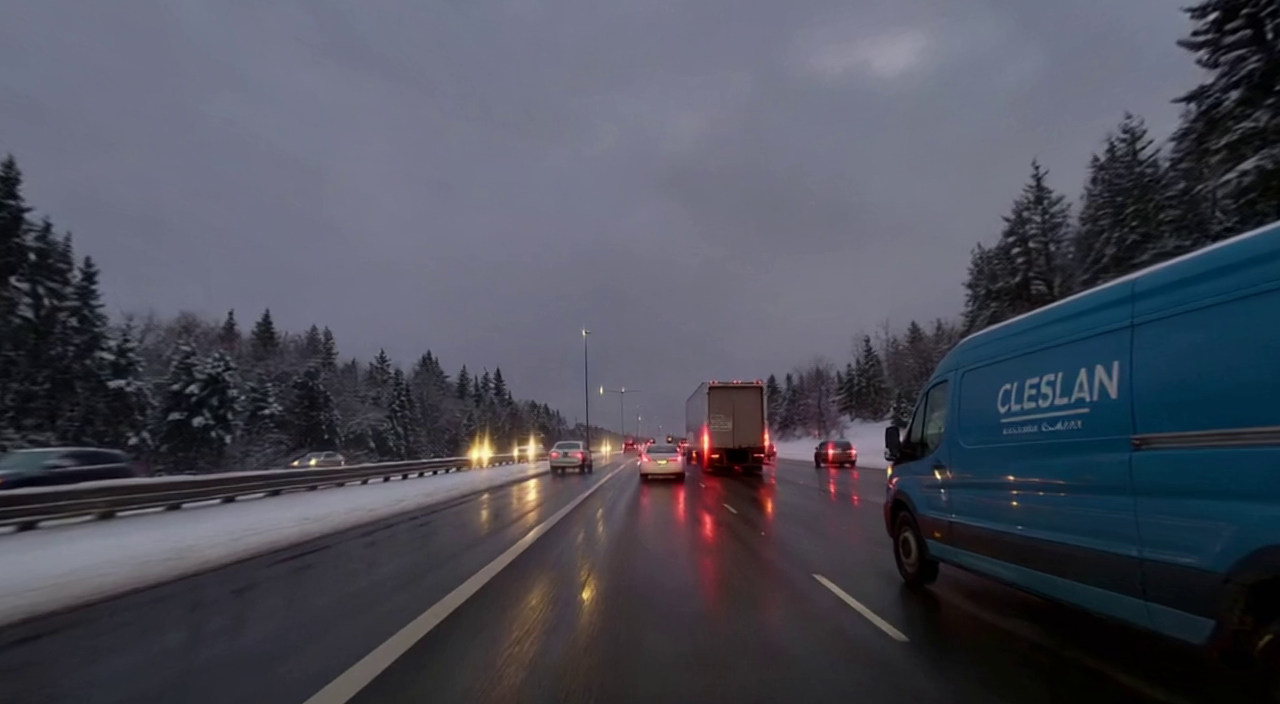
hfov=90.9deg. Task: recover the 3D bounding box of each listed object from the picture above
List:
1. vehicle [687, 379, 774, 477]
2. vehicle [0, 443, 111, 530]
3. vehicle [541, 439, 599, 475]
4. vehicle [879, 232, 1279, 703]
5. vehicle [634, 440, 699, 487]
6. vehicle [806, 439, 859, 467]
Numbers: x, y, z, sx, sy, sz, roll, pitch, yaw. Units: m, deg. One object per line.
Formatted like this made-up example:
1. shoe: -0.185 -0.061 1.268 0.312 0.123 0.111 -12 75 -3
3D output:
1. vehicle: 4.229 4.091 32.677 2.821 4.077 12.562 0 -9 1
2. vehicle: -15.894 3.089 14.448 2.452 1.967 5.756 0 -9 1
3. vehicle: -3.257 5.016 30.289 2.182 1.601 4.364 -1 -9 2
4. vehicle: 3.516 0.708 3.049 2.441 2.017 5.739 0 -9 0
5. vehicle: 0.833 3.861 22.147 2.063 1.469 4.208 0 -9 0
6. vehicle: 11.088 5.861 36.636 1.870 1.525 3.680 0 -9 0
